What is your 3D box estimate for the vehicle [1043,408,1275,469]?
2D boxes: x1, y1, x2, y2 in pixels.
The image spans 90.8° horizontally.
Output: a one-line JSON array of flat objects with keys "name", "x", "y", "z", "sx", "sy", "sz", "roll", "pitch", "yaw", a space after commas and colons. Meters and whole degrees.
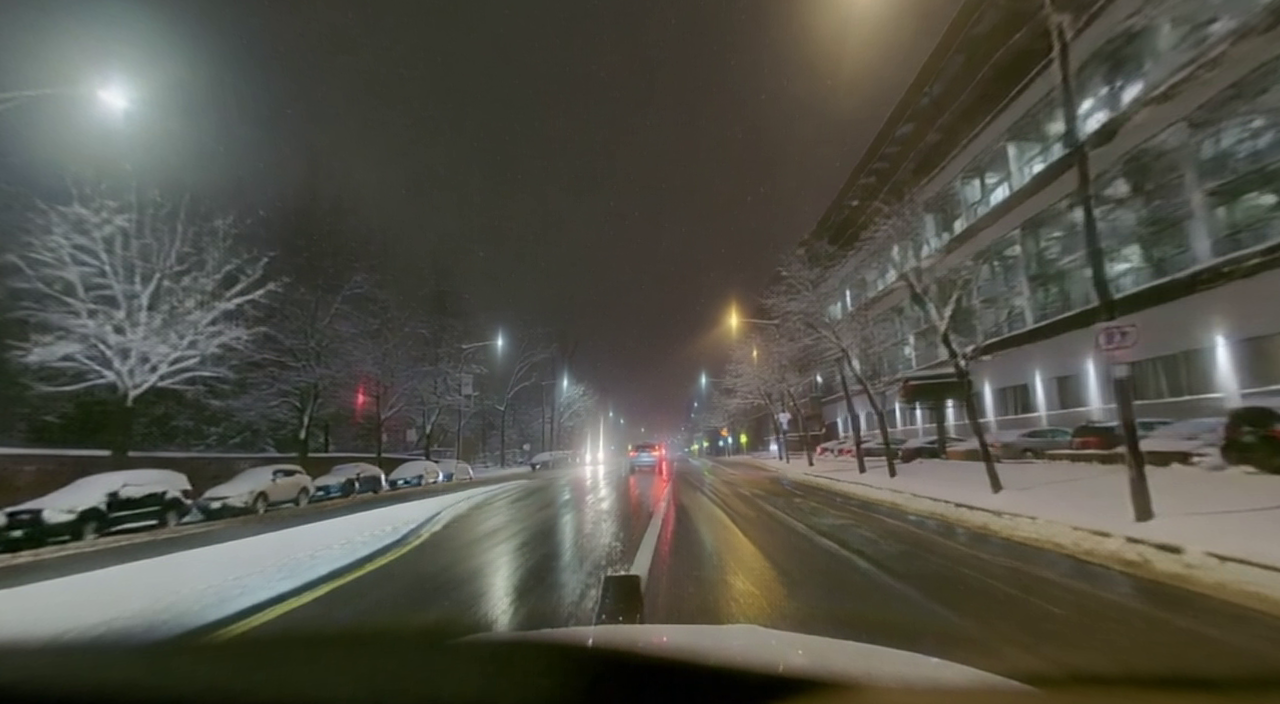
[{"name": "vehicle", "x": 15.211, "y": 2.595, "z": 18.801, "sx": 4.750, "sy": 1.519, "sz": 2.276, "roll": -3, "pitch": -9, "yaw": 3}]

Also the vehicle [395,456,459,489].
[{"name": "vehicle", "x": -12.256, "y": 6.959, "z": 36.718, "sx": 1.997, "sy": 1.668, "sz": 4.084, "roll": 0, "pitch": -8, "yaw": 5}]

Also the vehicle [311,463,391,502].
[{"name": "vehicle", "x": -12.716, "y": 5.743, "z": 28.080, "sx": 1.646, "sy": 1.462, "sz": 3.740, "roll": 0, "pitch": -8, "yaw": 2}]

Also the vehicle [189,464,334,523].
[{"name": "vehicle", "x": -13.001, "y": 4.848, "z": 22.104, "sx": 1.984, "sy": 1.635, "sz": 4.525, "roll": -3, "pitch": -9, "yaw": 6}]

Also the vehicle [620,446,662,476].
[{"name": "vehicle", "x": 0.134, "y": 5.823, "z": 34.059, "sx": 2.051, "sy": 1.454, "sz": 4.132, "roll": 0, "pitch": -8, "yaw": 3}]

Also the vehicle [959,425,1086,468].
[{"name": "vehicle", "x": 14.448, "y": 3.602, "z": 24.041, "sx": 3.556, "sy": 1.414, "sz": 1.851, "roll": -3, "pitch": -8, "yaw": 1}]

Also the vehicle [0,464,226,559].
[{"name": "vehicle", "x": -13.589, "y": 4.015, "z": 16.524, "sx": 1.917, "sy": 1.775, "sz": 5.018, "roll": -10, "pitch": -10, "yaw": 3}]

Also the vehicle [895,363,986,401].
[{"name": "vehicle", "x": 15.435, "y": 1.587, "z": 32.603, "sx": 3.766, "sy": 1.708, "sz": 1.810, "roll": -1, "pitch": -10, "yaw": 6}]

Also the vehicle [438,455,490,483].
[{"name": "vehicle", "x": -11.858, "y": 7.914, "z": 42.905, "sx": 2.016, "sy": 1.627, "sz": 4.742, "roll": -2, "pitch": -8, "yaw": 3}]

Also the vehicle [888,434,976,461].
[{"name": "vehicle", "x": 16.036, "y": 5.283, "z": 34.886, "sx": 3.620, "sy": 1.412, "sz": 2.472, "roll": 0, "pitch": -9, "yaw": 2}]
